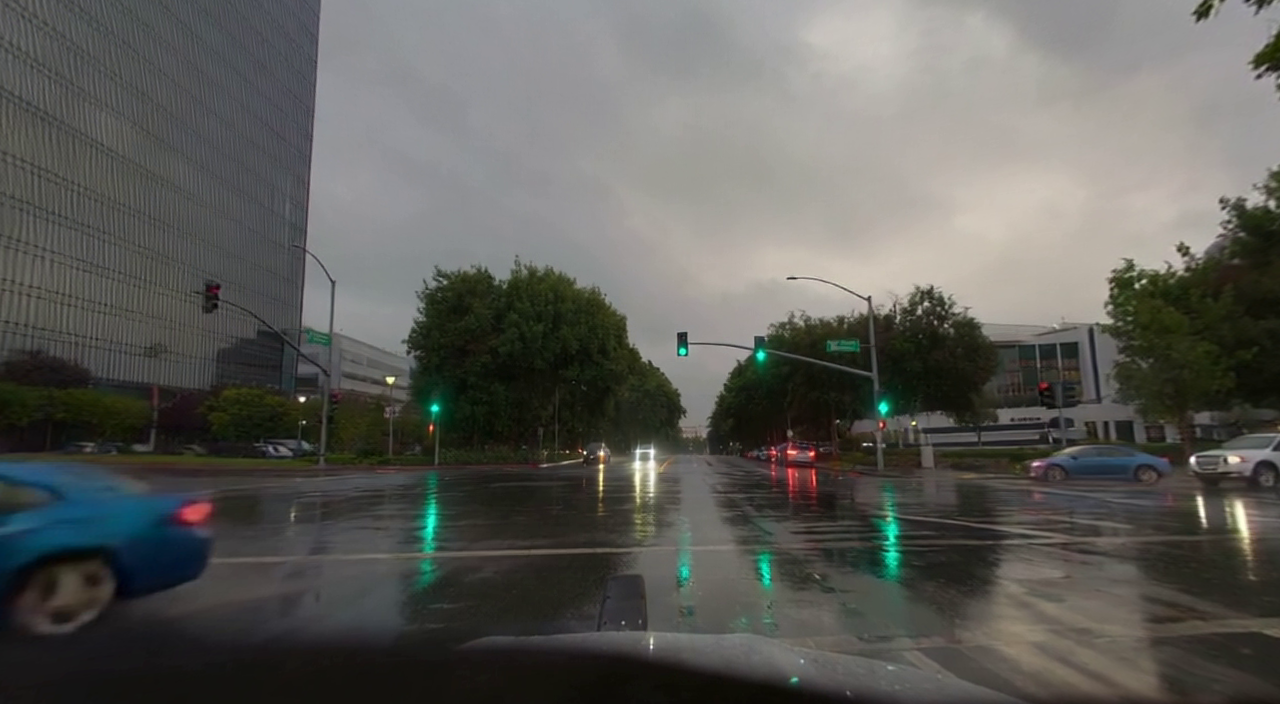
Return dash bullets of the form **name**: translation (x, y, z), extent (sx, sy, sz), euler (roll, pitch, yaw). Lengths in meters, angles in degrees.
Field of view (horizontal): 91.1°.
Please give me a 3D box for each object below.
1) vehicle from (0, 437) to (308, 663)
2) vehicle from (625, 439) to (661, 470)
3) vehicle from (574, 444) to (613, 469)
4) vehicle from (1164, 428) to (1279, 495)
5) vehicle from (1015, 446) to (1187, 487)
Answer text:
- **vehicle**: translation (-5.201, 1.380, 4.568), extent (1.924, 1.491, 4.802), euler (-3, -9, 20)
- **vehicle**: translation (0.219, 6.201, 38.185), extent (2.018, 1.699, 4.751), euler (0, -9, 1)
- **vehicle**: translation (-2.950, 6.781, 40.870), extent (2.068, 1.486, 4.664), euler (0, -9, 2)
- **vehicle**: translation (20.607, 3.412, 19.832), extent (5.832, 1.949, 2.444), euler (0, -9, 0)
- **vehicle**: translation (17.619, 4.379, 24.218), extent (4.896, 1.503, 1.971), euler (-1, -9, 6)
